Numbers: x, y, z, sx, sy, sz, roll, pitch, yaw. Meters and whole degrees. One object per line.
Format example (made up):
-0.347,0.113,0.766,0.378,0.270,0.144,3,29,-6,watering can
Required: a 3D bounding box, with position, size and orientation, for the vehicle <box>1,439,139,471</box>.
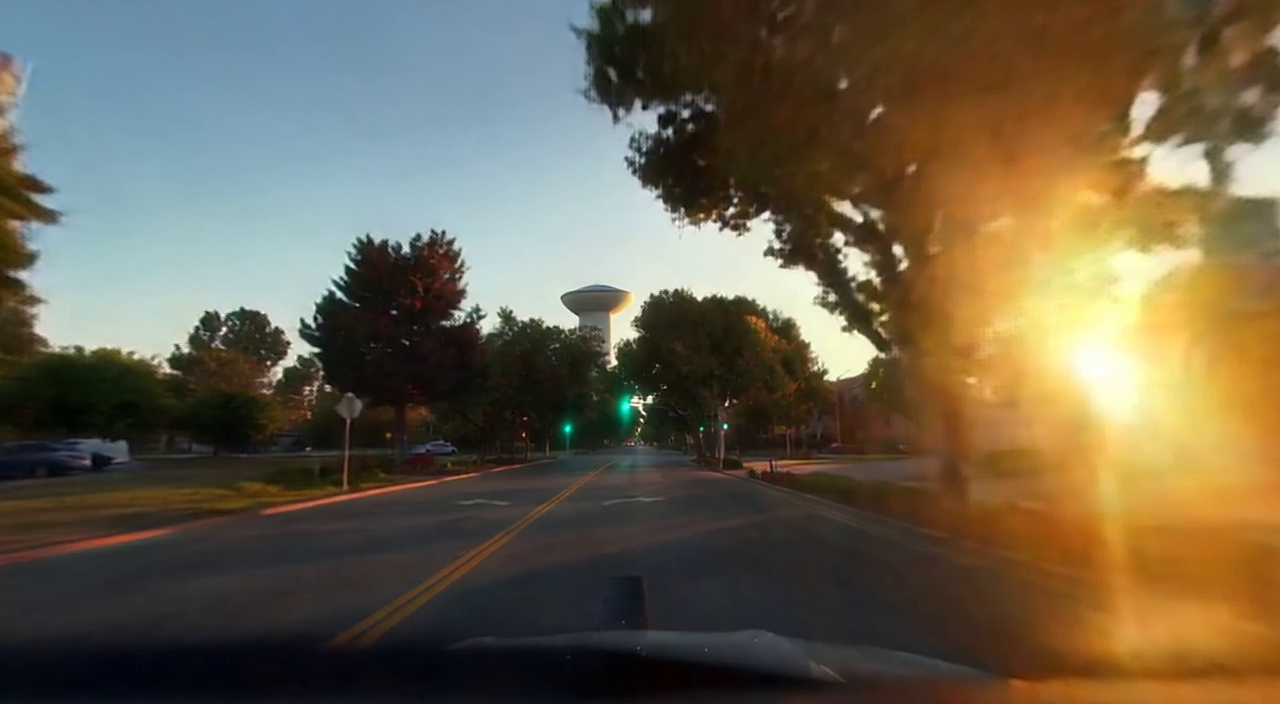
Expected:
-26.678,4.809,29.487,4.577,1.417,2.014,-1,-8,2,vehicle
